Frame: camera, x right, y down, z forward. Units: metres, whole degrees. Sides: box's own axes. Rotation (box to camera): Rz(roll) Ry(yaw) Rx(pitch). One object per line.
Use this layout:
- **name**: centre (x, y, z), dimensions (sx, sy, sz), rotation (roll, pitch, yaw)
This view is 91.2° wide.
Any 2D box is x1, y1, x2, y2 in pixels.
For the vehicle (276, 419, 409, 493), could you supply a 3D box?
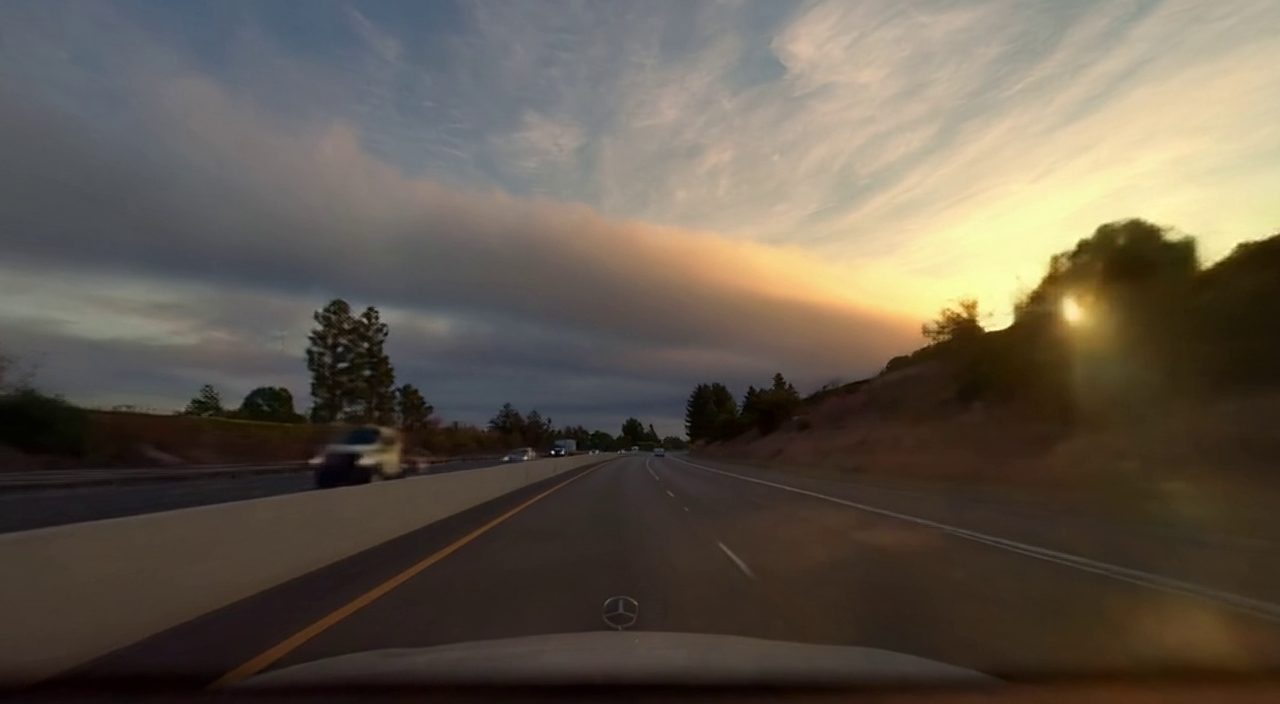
- **vehicle**: centre (-10.090, 3.601, 21.862), dimensions (2.202, 2.240, 5.044), rotation (0, -9, -1)
